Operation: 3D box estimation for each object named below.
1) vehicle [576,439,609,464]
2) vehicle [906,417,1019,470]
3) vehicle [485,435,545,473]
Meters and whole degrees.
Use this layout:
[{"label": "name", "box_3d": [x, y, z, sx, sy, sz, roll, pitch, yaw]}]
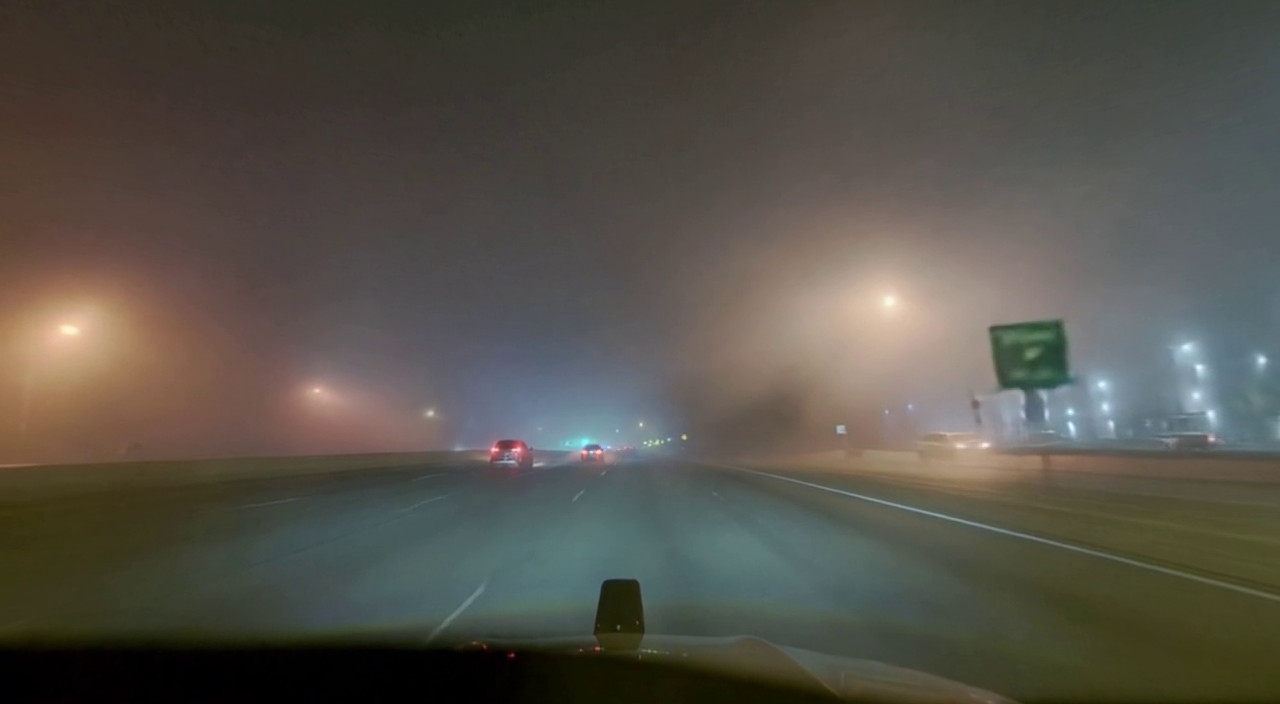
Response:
[{"label": "vehicle", "box_3d": [-3.344, 7.072, 45.106, 2.027, 1.697, 4.307, 0, -8, 1]}, {"label": "vehicle", "box_3d": [19.677, 5.705, 39.133, 2.873, 2.907, 6.459, 2, -9, -8]}, {"label": "vehicle", "box_3d": [-6.329, 5.219, 32.464, 2.015, 1.762, 4.790, 0, -8, 1]}]
